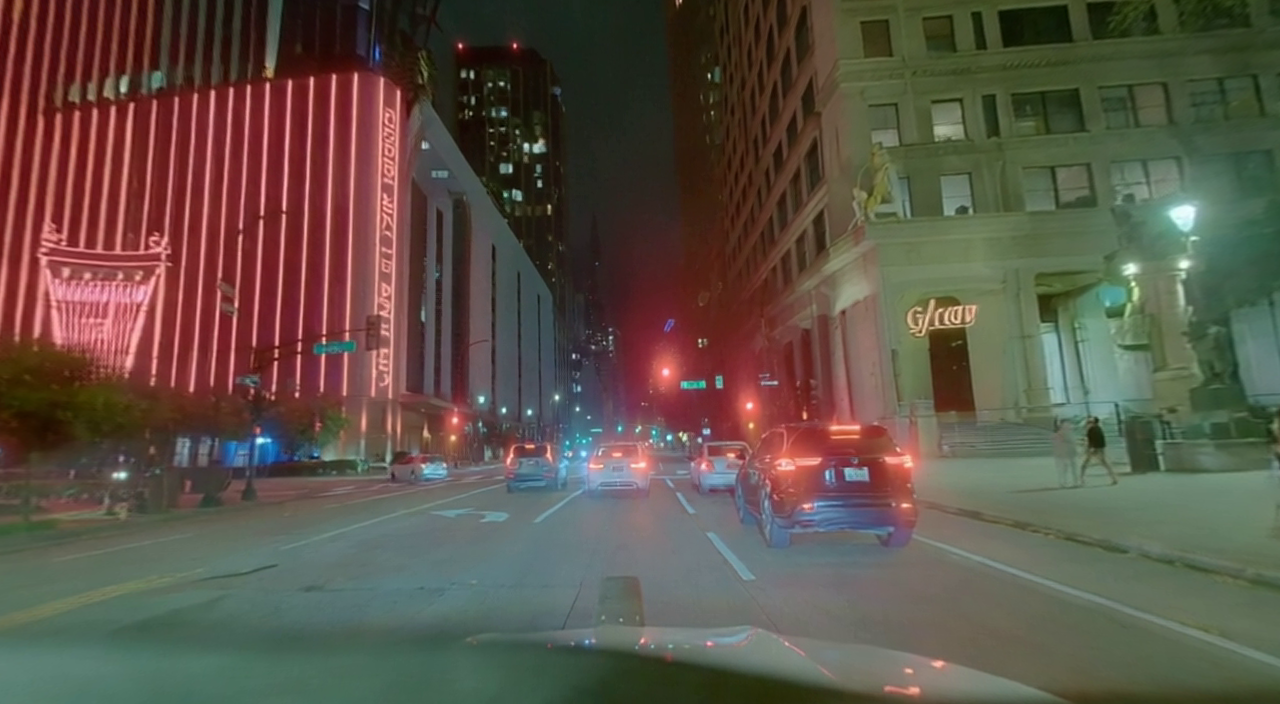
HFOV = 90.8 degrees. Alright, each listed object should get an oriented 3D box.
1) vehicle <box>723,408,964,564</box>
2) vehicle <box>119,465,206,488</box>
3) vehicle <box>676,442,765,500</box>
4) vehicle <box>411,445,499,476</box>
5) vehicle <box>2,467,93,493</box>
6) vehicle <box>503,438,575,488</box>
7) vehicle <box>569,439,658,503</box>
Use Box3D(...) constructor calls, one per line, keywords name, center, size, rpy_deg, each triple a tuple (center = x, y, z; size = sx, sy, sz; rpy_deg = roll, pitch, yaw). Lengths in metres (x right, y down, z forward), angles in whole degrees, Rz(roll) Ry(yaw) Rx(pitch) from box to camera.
Box3D(name="vehicle", center=(2.623, 1.867, 9.513), size=(2.096, 1.775, 4.440), rpy_deg=(0, -9, -1))
Box3D(name="vehicle", center=(-32.370, 8.439, 42.892), size=(4.392, 1.427, 1.764), rpy_deg=(0, -9, -1))
Box3D(name="vehicle", center=(2.193, 3.361, 18.308), size=(1.943, 1.449, 4.202), rpy_deg=(0, -9, -1))
Box3D(name="vehicle", center=(-11.176, 6.518, 38.209), size=(4.855, 1.769, 2.071), rpy_deg=(3, -9, -21))
Box3D(name="vehicle", center=(-40.221, 8.705, 42.928), size=(4.224, 1.622, 1.808), rpy_deg=(0, -9, -2))
Box3D(name="vehicle", center=(-3.602, 4.052, 23.406), size=(2.045, 1.633, 4.864), rpy_deg=(0, -9, -2))
Box3D(name="vehicle", center=(-0.643, 3.102, 16.951), size=(2.096, 1.492, 4.071), rpy_deg=(0, -9, -1))
